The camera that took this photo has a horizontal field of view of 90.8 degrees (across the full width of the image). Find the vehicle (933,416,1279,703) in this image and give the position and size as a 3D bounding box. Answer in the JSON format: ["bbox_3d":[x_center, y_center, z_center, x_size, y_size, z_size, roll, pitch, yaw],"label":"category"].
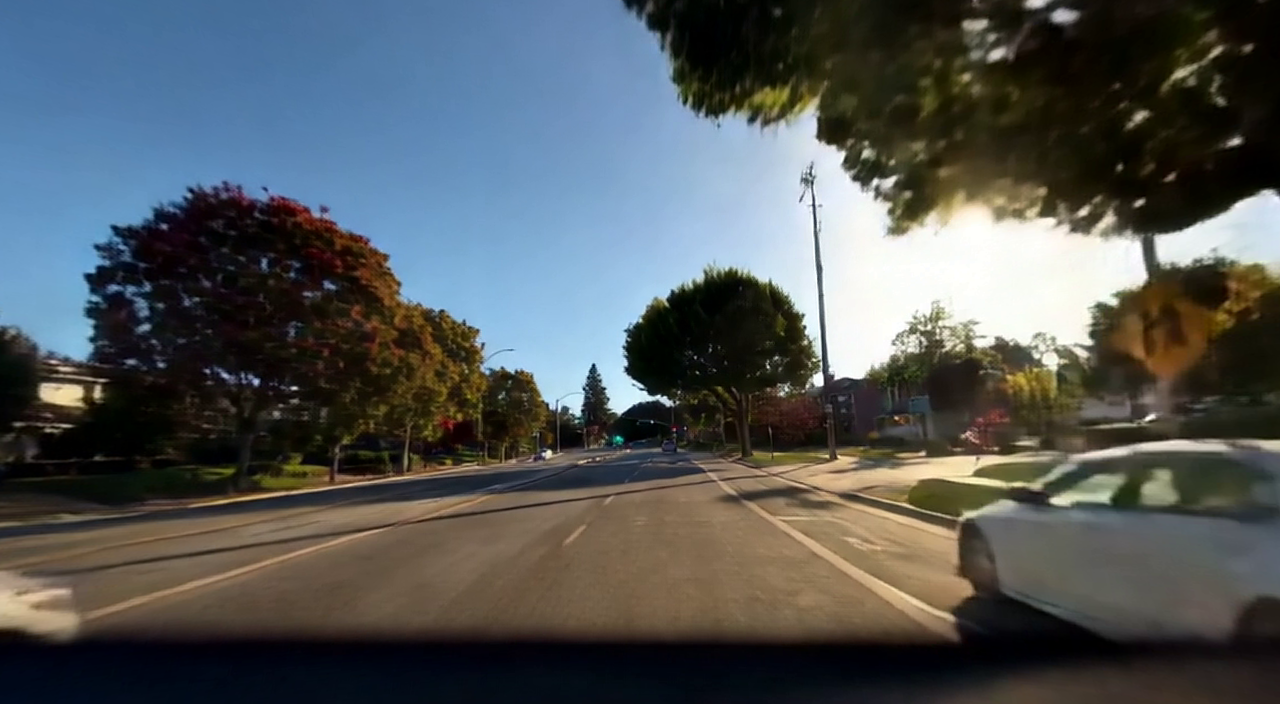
[{"bbox_3d":[3.618,1.098,3.285,1.993,1.457,4.599,0,-8,0],"label":"vehicle"}]
